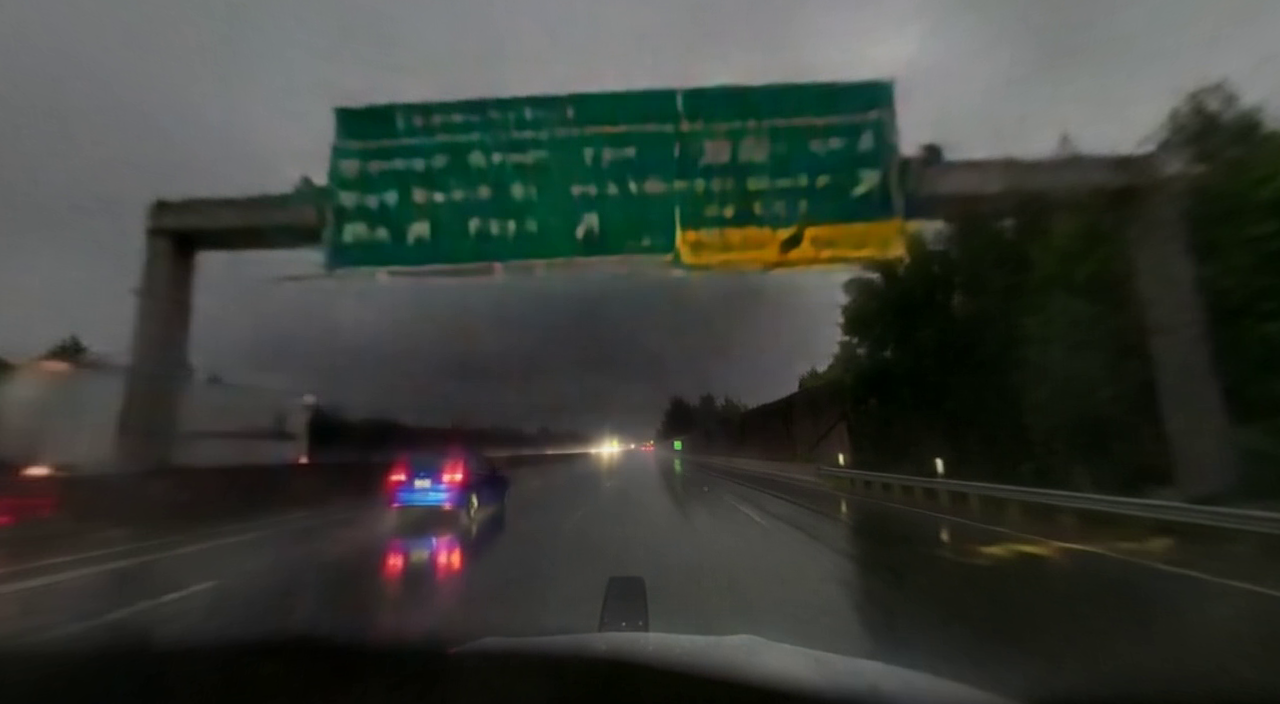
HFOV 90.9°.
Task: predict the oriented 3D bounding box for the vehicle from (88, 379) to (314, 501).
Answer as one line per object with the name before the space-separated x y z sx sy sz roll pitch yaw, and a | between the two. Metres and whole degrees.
vehicle | -16.715 3.557 25.120 2.844 4.017 8.298 0 -9 0

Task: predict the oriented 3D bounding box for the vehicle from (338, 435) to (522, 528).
vehicle | -4.021 2.573 13.088 2.160 1.552 4.592 0 -9 1

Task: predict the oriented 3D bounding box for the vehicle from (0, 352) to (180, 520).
vehicle | -16.726 2.075 15.487 3.005 3.955 10.110 0 -9 0
